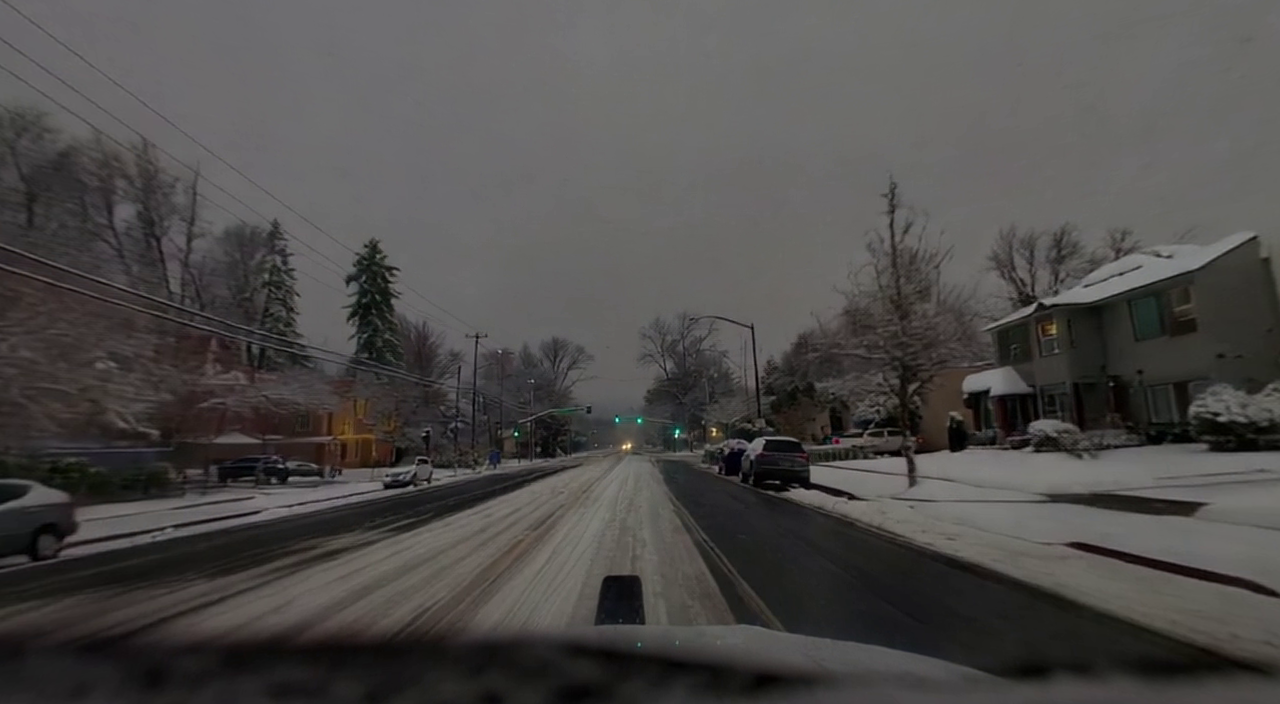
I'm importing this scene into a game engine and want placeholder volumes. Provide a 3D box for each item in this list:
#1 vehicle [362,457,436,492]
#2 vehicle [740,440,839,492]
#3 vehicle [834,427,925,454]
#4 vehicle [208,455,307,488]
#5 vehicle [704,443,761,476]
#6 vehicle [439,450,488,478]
[{"bbox_3d":[-11.545,5.862,30.524,1.867,1.471,4.139,0,-8,1],"label":"vehicle"},{"bbox_3d":[4.605,3.574,20.205,2.010,1.461,4.247,0,-8,-2],"label":"vehicle"},{"bbox_3d":[14.311,5.345,38.002,4.660,1.546,1.916,0,-8,0],"label":"vehicle"},{"bbox_3d":[-20.002,6.244,33.150,3.932,1.641,1.819,0,-8,-1],"label":"vehicle"},{"bbox_3d":[4.385,5.158,30.615,2.063,1.444,4.217,0,-8,-1],"label":"vehicle"},{"bbox_3d":[-11.608,7.371,41.833,1.977,1.753,4.278,0,-8,0],"label":"vehicle"}]
